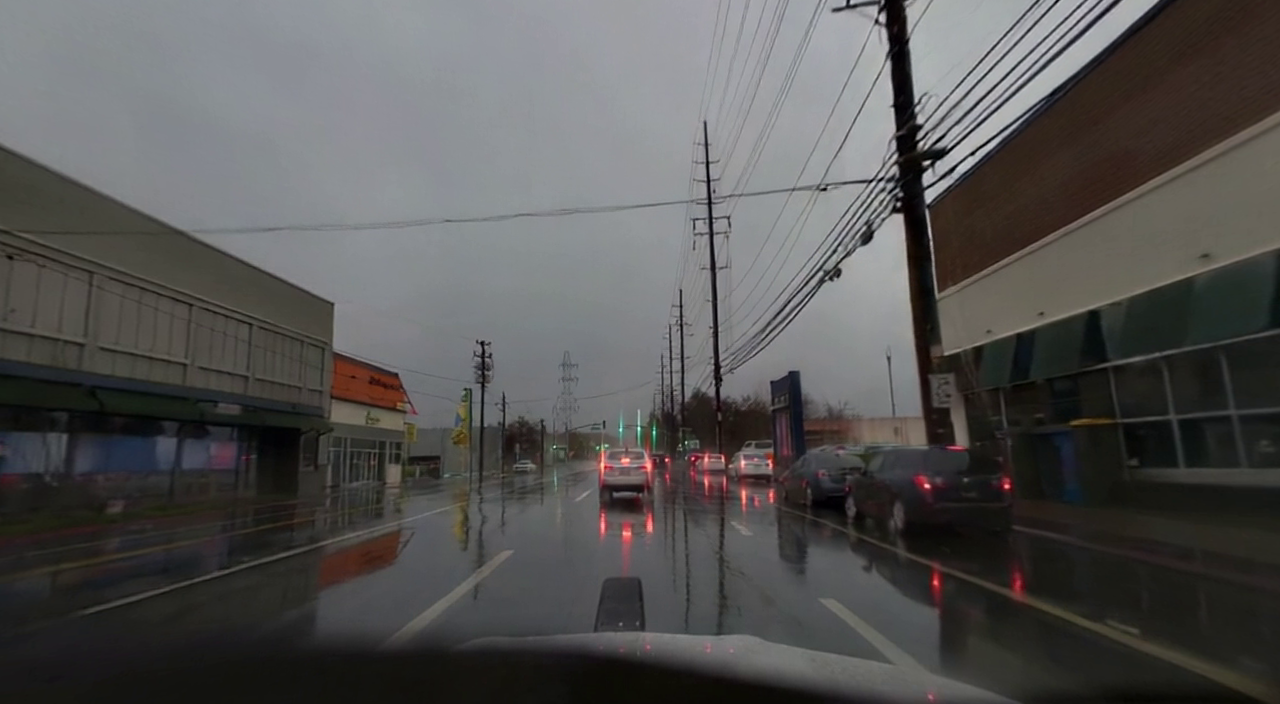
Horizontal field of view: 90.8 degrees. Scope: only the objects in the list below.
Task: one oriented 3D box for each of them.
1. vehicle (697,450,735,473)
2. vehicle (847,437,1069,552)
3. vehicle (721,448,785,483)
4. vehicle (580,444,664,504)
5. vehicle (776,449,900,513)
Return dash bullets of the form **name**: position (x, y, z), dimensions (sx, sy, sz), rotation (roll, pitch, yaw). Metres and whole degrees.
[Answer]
- **vehicle**: position (5.195, 7.545, 43.668), dimensions (1.987, 1.459, 4.677), rotation (0, -8, -1)
- **vehicle**: position (5.118, 2.288, 10.853), dimensions (1.779, 1.592, 3.740), rotation (0, -8, -1)
- **vehicle**: position (5.271, 5.373, 30.218), dimensions (2.108, 1.471, 4.948), rotation (0, -8, -1)
- **vehicle**: position (-0.452, 3.391, 18.035), dimensions (2.116, 1.479, 3.980), rotation (0, -8, 0)
- **vehicle**: position (4.996, 3.287, 16.632), dimensions (1.761, 1.413, 4.272), rotation (0, -8, -2)
